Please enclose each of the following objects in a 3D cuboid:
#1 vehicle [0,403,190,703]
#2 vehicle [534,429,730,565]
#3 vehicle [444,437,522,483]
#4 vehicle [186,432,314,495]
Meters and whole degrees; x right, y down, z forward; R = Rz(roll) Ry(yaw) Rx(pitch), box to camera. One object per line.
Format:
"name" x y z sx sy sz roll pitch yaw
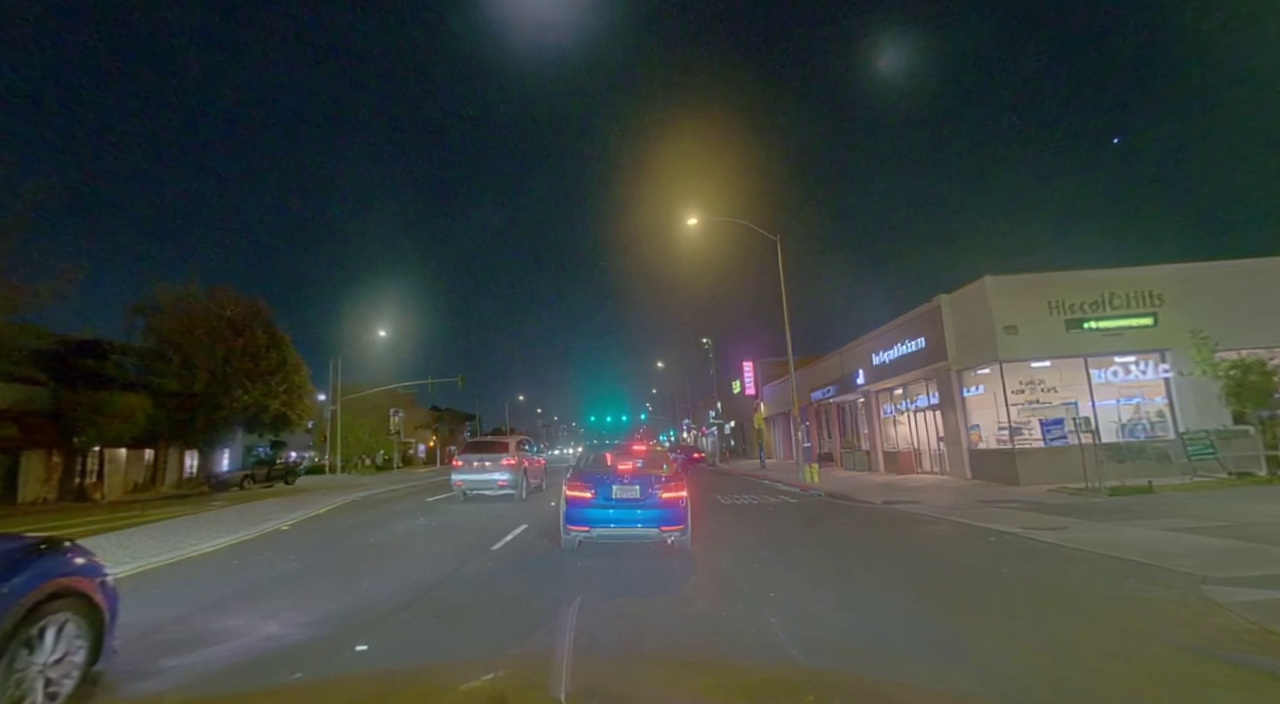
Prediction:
"vehicle" -3.472 0.786 1.389 1.905 1.473 4.016 0 -9 1
"vehicle" -0.099 1.906 9.047 2.160 1.482 4.037 0 -9 0
"vehicle" -6.186 4.289 25.349 2.095 1.682 4.371 0 -9 -1
"vehicle" -19.127 5.479 31.401 2.286 2.777 5.926 -1 -9 3
